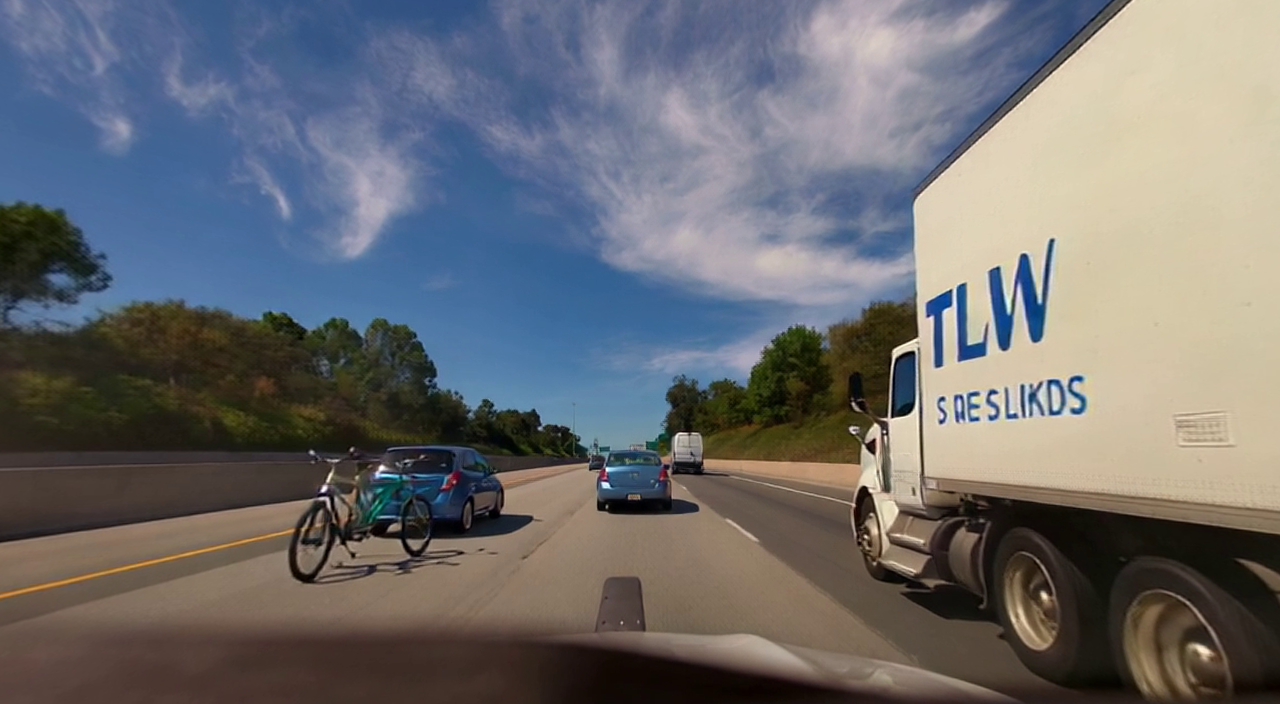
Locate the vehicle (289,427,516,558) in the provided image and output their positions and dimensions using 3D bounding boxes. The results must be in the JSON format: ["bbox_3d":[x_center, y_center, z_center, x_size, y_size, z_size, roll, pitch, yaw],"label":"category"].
[{"bbox_3d":[-3.541,2.191,10.550,1.985,1.671,4.604,0,-9,0],"label":"vehicle"}]

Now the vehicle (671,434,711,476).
[{"bbox_3d":[3.440,7.149,43.859,2.234,2.679,5.372,0,-9,-1],"label":"vehicle"}]

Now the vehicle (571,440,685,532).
[{"bbox_3d":[-0.237,2.613,12.748,1.973,1.574,3.426,0,-9,-1],"label":"vehicle"}]
